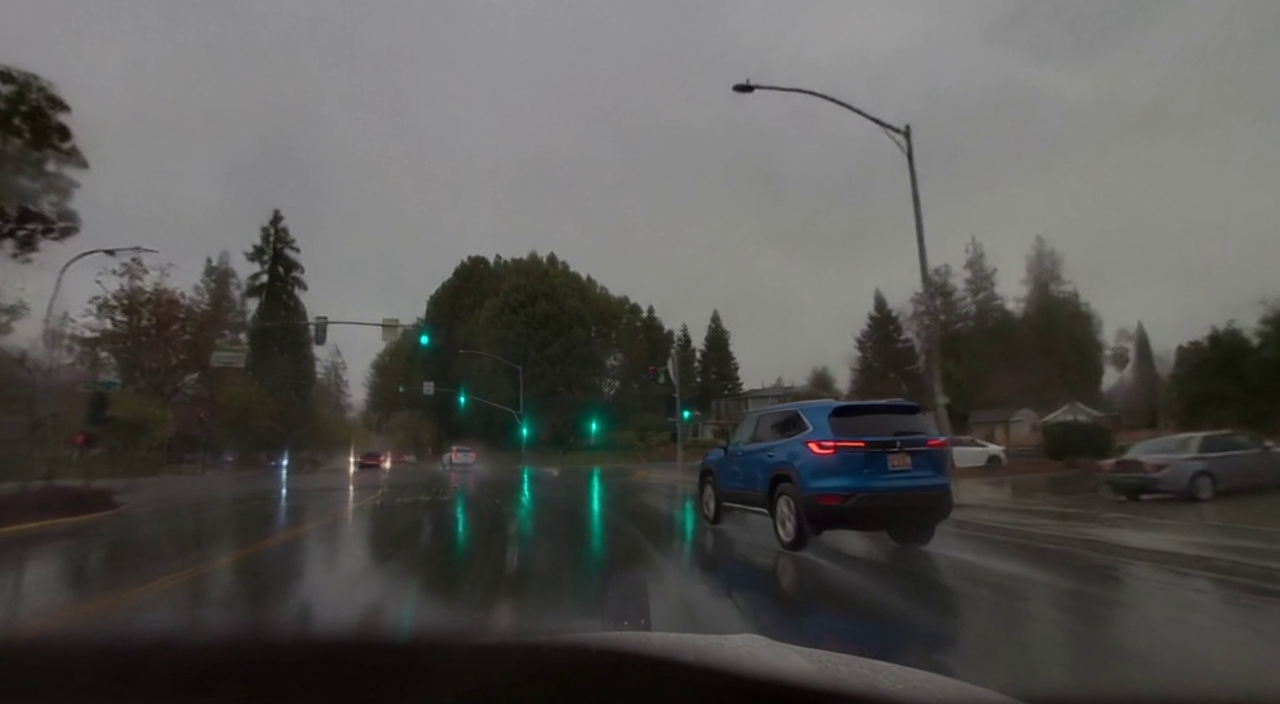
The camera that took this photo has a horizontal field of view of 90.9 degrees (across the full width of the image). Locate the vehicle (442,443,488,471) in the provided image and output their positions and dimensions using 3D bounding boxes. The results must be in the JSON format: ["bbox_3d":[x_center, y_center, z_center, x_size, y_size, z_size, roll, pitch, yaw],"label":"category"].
[{"bbox_3d":[-11.700,6.916,41.866,2.138,1.729,4.178,4,-10,-26],"label":"vehicle"}]

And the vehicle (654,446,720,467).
[{"bbox_3d":[3.460,7.689,46.543,4.413,1.449,1.963,3,-9,-23],"label":"vehicle"}]

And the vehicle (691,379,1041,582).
[{"bbox_3d":[2.662,1.750,9.479,2.338,2.063,5.592,1,-9,-11],"label":"vehicle"}]

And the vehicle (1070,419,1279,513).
[{"bbox_3d":[11.872,2.320,13.251,4.426,1.461,1.996,-3,-9,-13],"label":"vehicle"}]
